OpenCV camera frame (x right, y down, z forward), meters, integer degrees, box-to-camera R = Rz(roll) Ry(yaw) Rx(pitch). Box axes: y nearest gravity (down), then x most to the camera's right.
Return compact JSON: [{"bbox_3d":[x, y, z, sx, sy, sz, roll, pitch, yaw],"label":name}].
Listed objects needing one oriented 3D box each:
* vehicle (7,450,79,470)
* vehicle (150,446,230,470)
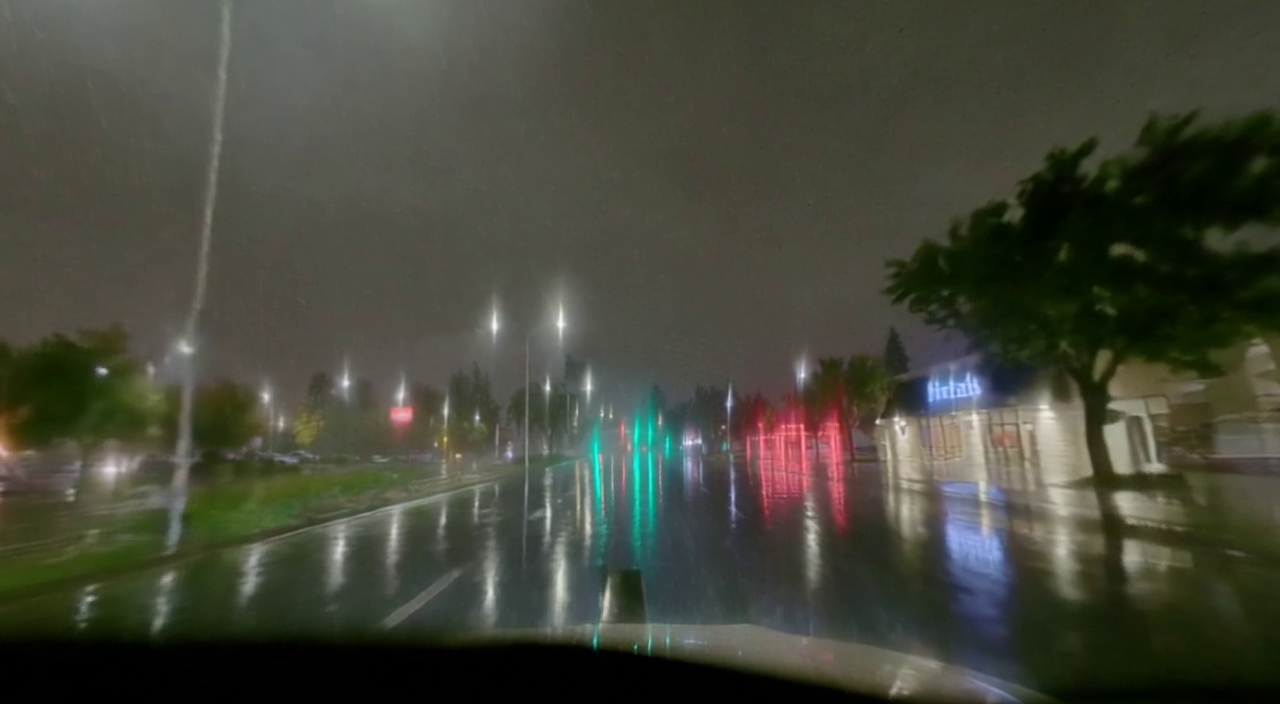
[{"bbox_3d":[-46.181,8.333,48.857,4.434,1.457,1.939,-3,-9,17],"label":"vehicle"},{"bbox_3d":[-33.436,7.883,47.030,4.359,1.667,1.914,0,-8,-1],"label":"vehicle"}]
